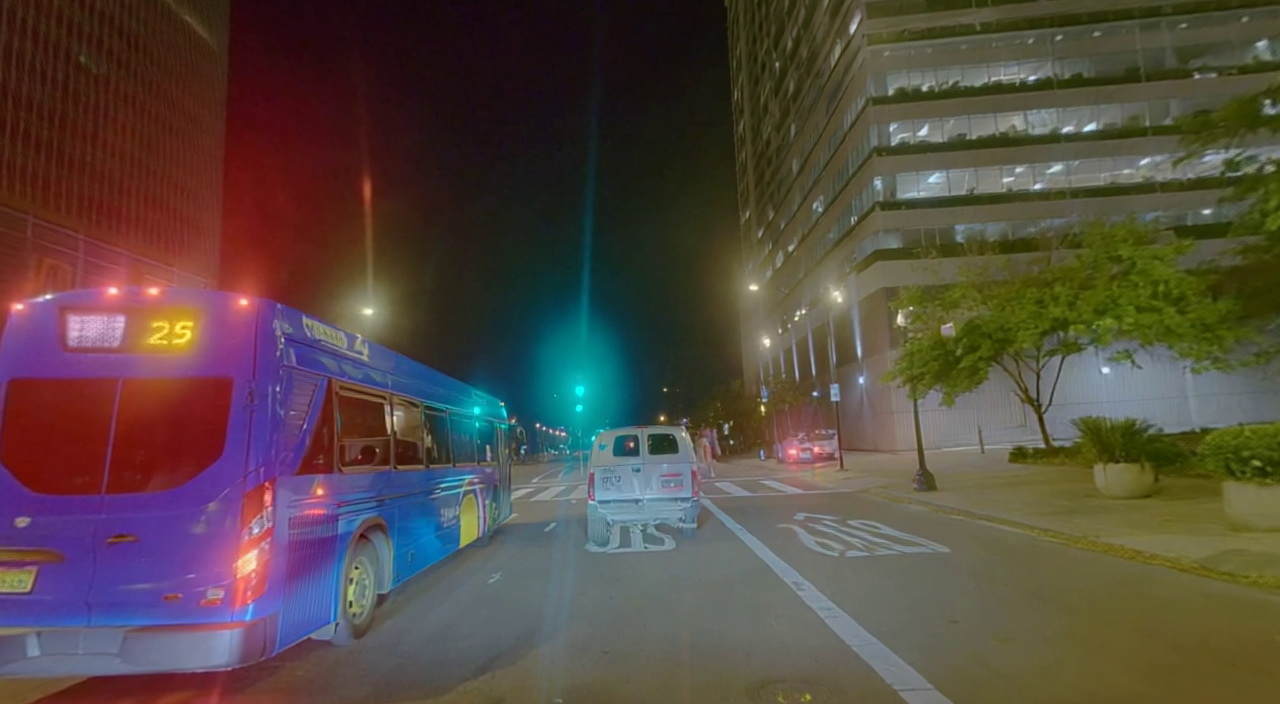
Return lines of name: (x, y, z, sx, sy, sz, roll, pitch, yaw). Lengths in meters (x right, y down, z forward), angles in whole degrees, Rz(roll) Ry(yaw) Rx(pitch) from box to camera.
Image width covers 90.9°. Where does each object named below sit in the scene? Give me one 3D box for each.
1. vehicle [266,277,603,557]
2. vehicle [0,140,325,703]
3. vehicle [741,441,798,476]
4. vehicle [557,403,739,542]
vehicle: (-2.875, 1.773, 14.546, 3.042, 3.445, 13.615, 0, -9, 1)
vehicle: (-2.757, 0.329, 0.224, 2.329, 2.089, 5.659, 0, -9, 0)
vehicle: (6.155, 5.104, 30.474, 1.919, 1.529, 4.059, 0, -9, 1)
vehicle: (0.130, 1.991, 10.930, 2.500, 1.912, 4.270, 0, -9, 1)
